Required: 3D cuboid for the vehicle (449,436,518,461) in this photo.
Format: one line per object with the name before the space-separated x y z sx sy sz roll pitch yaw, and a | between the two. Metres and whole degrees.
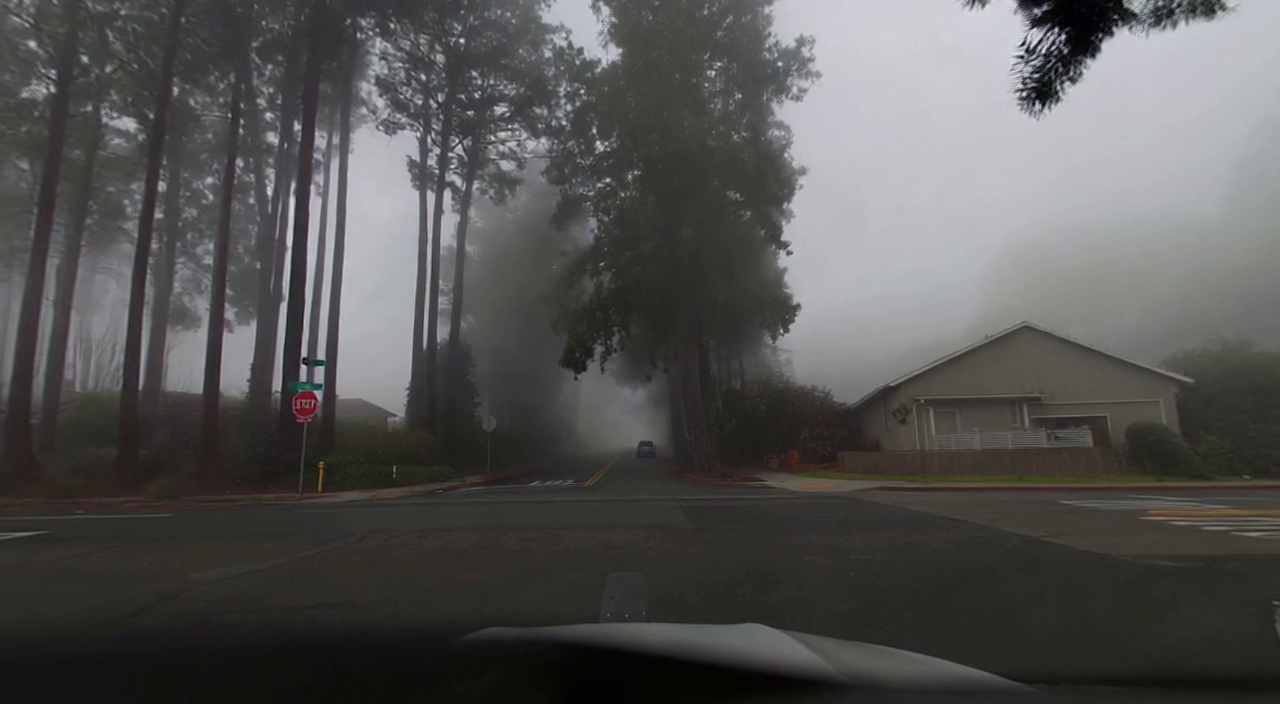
vehicle | -11.678 7.207 47.244 4.622 1.782 1.836 0 -8 1
